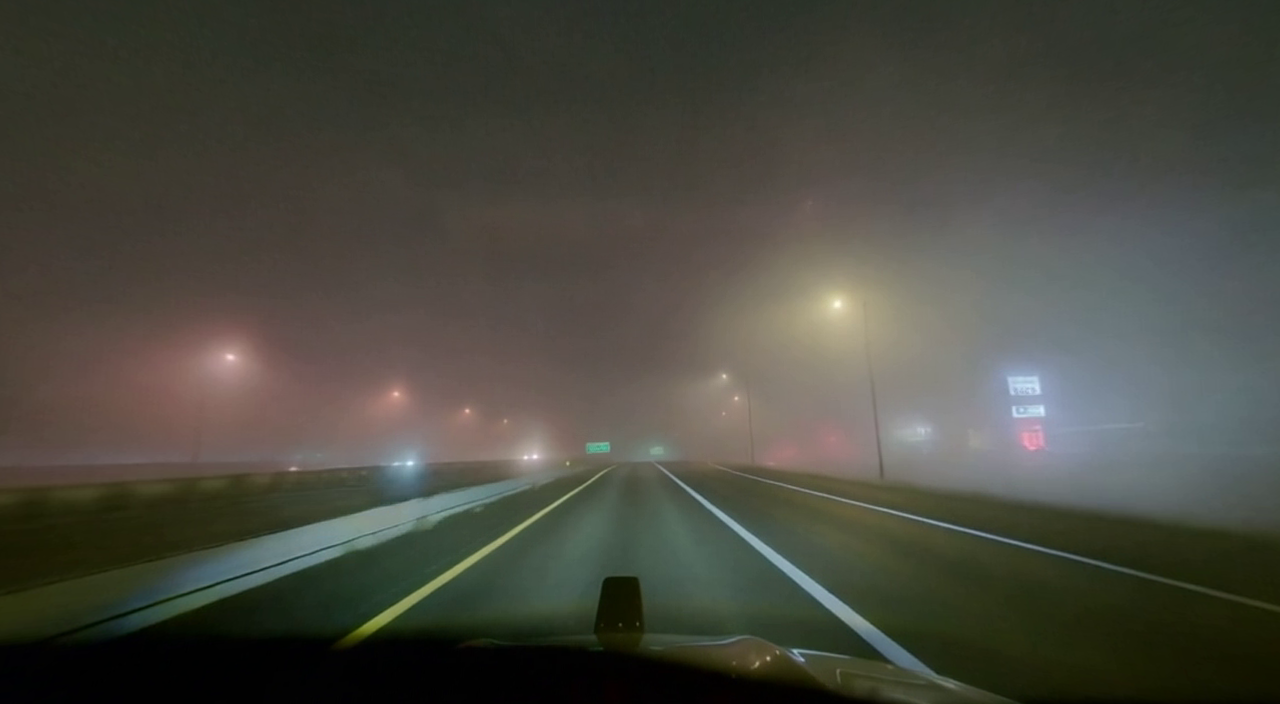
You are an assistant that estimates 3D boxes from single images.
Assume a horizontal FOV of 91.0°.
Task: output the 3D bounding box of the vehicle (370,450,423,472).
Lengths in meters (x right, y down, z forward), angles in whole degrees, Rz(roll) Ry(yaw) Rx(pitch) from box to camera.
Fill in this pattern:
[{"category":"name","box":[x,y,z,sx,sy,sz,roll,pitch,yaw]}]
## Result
[{"category":"vehicle","box":[-17.909,8.025,46.518,1.986,1.496,4.738,0,-9,0]}]
